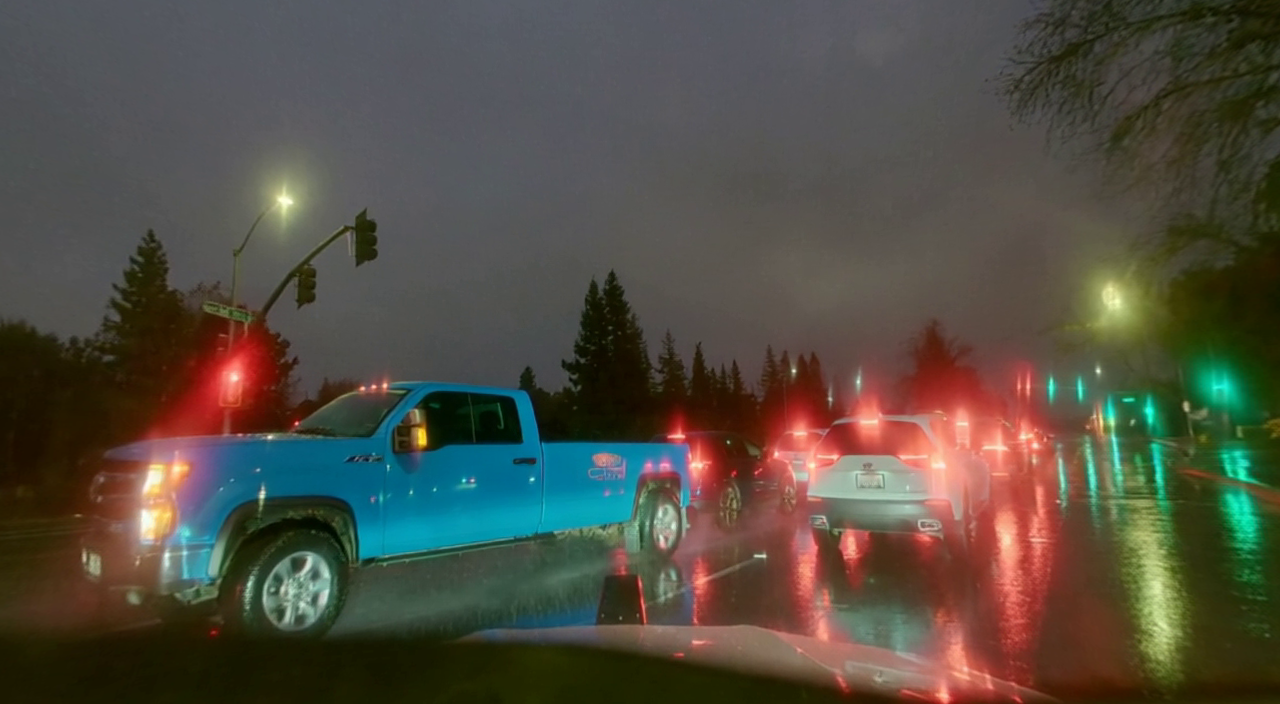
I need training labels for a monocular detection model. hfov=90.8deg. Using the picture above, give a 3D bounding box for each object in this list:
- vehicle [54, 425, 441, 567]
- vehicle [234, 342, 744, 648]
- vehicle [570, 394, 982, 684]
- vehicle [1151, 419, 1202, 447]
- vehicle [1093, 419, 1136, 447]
[{"bbox_3d":[-5.926,2.137,10.298,1.982,1.712,4.862,-6,-10,34],"label":"vehicle"},{"bbox_3d":[-0.876,1.405,7.464,2.272,2.016,6.146,-5,-10,28],"label":"vehicle"},{"bbox_3d":[1.712,1.375,5.995,2.027,1.549,4.801,-6,-10,35],"label":"vehicle"},{"bbox_3d":[35.814,5.470,42.241,2.183,1.714,4.491,-6,-11,36],"label":"vehicle"},{"bbox_3d":[32.813,5.668,43.725,2.160,1.790,4.303,-6,-10,35],"label":"vehicle"}]
